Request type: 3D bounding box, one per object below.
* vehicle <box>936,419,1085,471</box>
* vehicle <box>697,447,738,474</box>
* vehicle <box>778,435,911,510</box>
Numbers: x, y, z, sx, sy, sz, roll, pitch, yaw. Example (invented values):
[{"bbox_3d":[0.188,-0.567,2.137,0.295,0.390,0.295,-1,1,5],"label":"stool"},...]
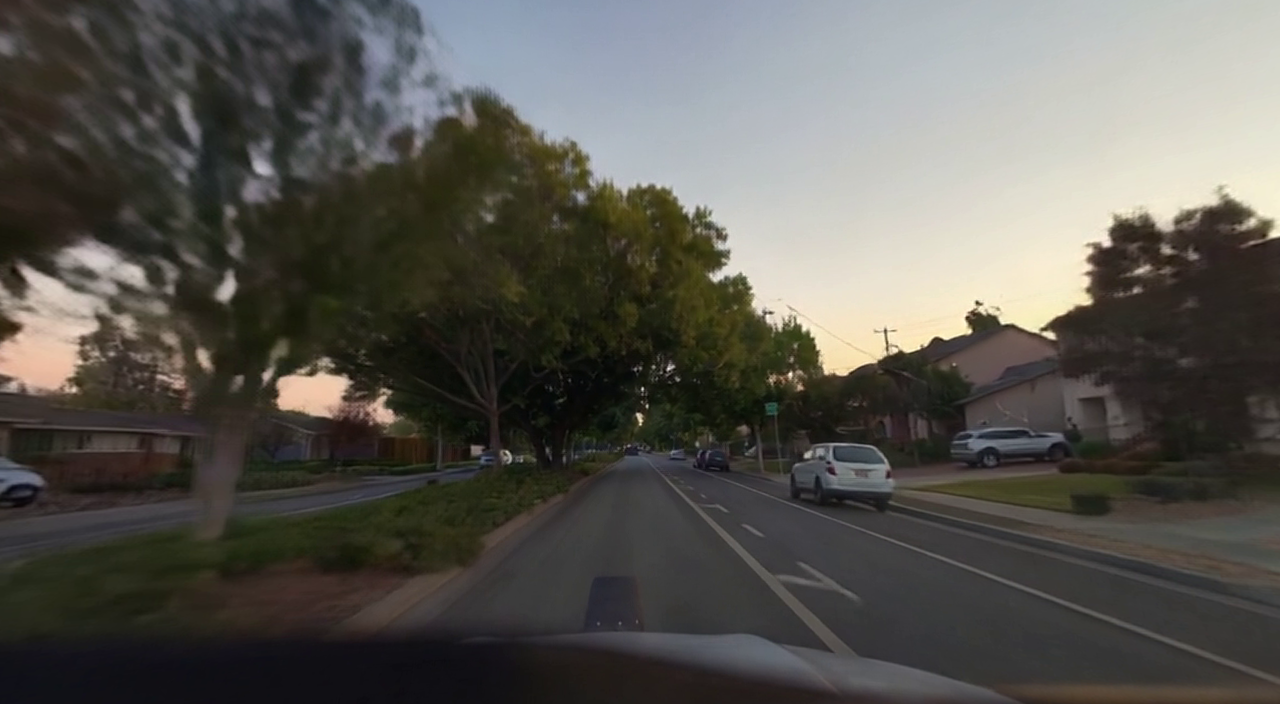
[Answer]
[{"bbox_3d":[15.878,4.028,27.318,4.921,2.117,2.249,-1,-8,3],"label":"vehicle"},{"bbox_3d":[4.789,6.758,39.689,1.900,1.608,5.037,0,-8,-1],"label":"vehicle"},{"bbox_3d":[5.148,3.073,16.632,2.001,1.693,4.311,0,-8,0],"label":"vehicle"}]
